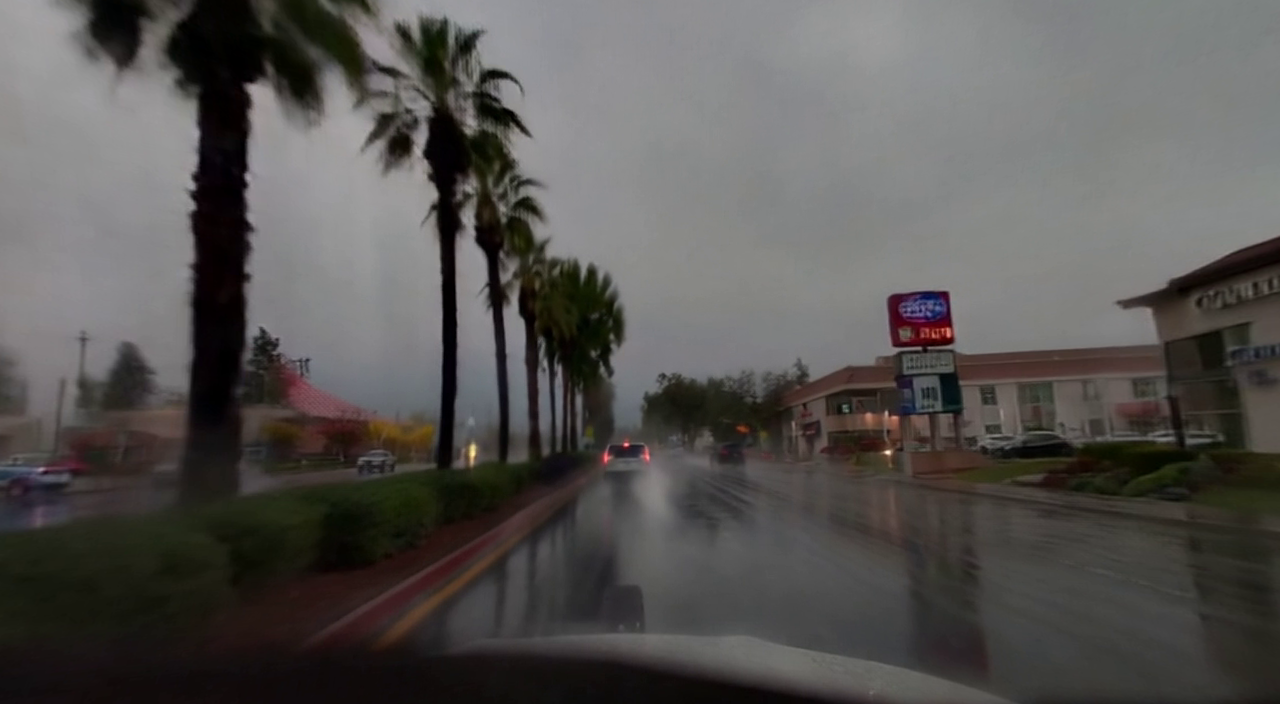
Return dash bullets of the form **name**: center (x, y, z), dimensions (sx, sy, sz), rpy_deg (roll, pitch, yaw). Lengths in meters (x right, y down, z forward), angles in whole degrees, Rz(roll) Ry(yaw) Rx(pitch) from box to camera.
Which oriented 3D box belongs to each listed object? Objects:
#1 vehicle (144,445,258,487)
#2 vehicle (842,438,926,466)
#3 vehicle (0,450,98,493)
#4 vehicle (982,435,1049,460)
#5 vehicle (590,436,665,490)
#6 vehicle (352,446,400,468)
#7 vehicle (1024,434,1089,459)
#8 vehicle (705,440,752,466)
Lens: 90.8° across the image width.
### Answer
- **vehicle**: center (-19.253, 4.991, 27.997), dimensions (2.021, 1.666, 4.247), rpy_deg (0, -9, -1)
- **vehicle**: center (15.340, 6.293, 39.810), dimensions (4.358, 1.732, 2.129), rpy_deg (1, -9, -3)
- **vehicle**: center (-27.018, 5.249, 28.118), dimensions (1.934, 1.736, 4.341), rpy_deg (0, -9, -1)
- **vehicle**: center (26.918, 6.885, 45.483), dimensions (2.045, 1.690, 4.761), rpy_deg (0, -9, 4)
- **vehicle**: center (-0.352, 3.454, 19.898), dimensions (2.106, 1.496, 3.964), rpy_deg (0, -9, 0)
- **vehicle**: center (-19.605, 7.799, 47.102), dimensions (1.862, 1.606, 4.071), rpy_deg (0, -9, -1)
- **vehicle**: center (29.746, 6.786, 45.299), dimensions (1.890, 1.640, 4.064), rpy_deg (0, -9, 1)
- **vehicle**: center (5.664, 6.574, 41.219), dimensions (2.244, 1.618, 4.585), rpy_deg (0, -9, -2)
